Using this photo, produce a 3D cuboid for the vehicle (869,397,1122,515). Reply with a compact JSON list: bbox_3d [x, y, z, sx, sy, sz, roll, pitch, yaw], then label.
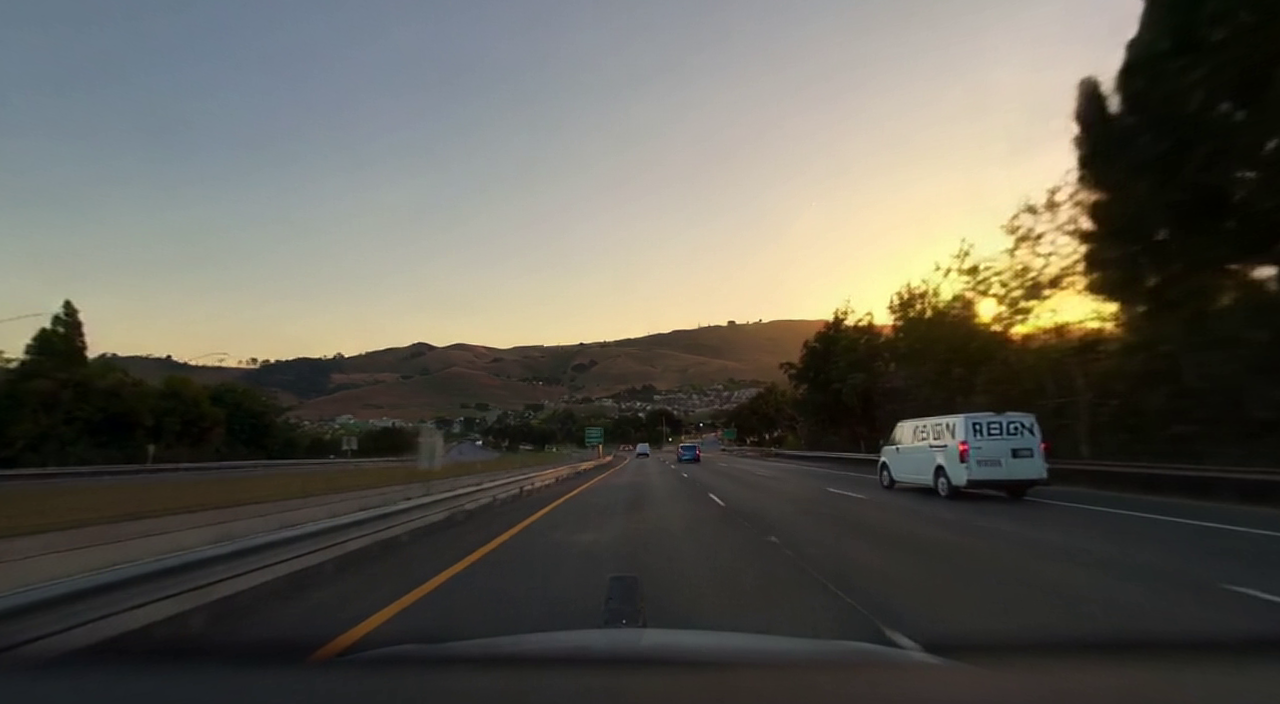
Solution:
[{"bbox_3d":[7.248,2.225,13.864,2.275,2.059,5.543,0,-8,0],"label":"vehicle"}]
